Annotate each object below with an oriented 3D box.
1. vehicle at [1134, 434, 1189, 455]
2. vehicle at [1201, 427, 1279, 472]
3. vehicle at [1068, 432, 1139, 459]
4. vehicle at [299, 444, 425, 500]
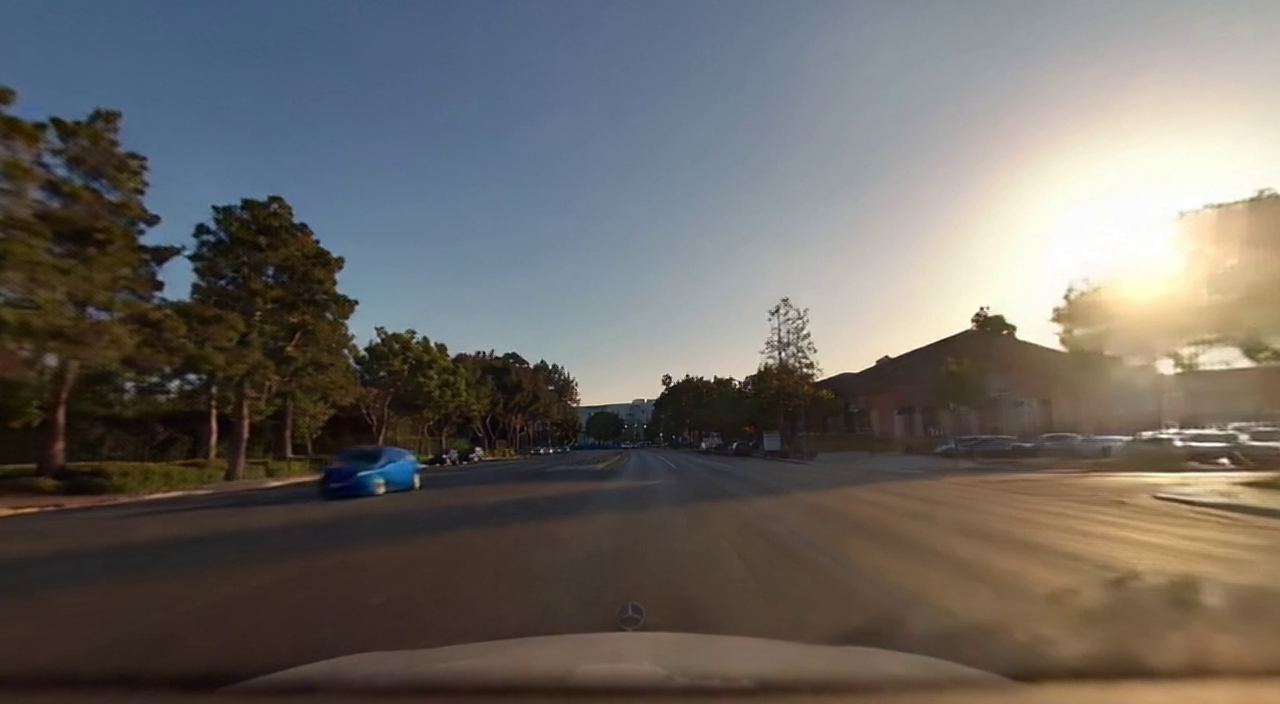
[{"bbox_3d":[38.571,6.819,46.550,3.920,1.437,1.914,5,-10,-33],"label":"vehicle"},{"bbox_3d":[24.882,3.931,25.598,4.512,1.648,1.938,6,-10,-34],"label":"vehicle"},{"bbox_3d":[30.172,6.075,40.961,5.036,1.698,2.031,6,-10,-34],"label":"vehicle"},{"bbox_3d":[-8.283,3.580,19.234,1.911,1.499,4.032,0,-8,2],"label":"vehicle"}]
